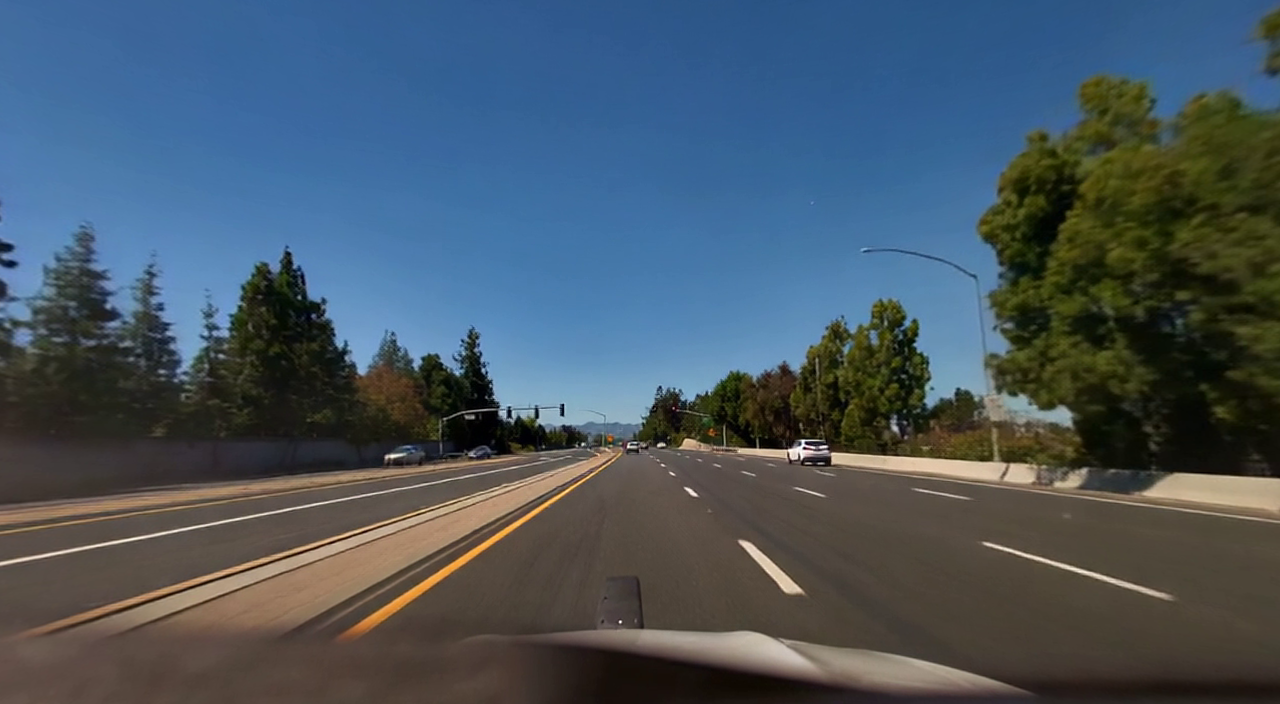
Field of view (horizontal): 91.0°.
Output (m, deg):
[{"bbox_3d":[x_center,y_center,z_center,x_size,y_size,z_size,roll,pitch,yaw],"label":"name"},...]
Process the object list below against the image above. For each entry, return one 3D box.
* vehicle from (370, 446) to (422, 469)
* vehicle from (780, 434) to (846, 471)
[{"bbox_3d":[-18.652,8.073,48.351,2.043,1.627,4.595,0,-8,1],"label":"vehicle"},{"bbox_3d":[9.189,5.395,33.902,2.170,1.830,4.720,0,-8,0],"label":"vehicle"}]
